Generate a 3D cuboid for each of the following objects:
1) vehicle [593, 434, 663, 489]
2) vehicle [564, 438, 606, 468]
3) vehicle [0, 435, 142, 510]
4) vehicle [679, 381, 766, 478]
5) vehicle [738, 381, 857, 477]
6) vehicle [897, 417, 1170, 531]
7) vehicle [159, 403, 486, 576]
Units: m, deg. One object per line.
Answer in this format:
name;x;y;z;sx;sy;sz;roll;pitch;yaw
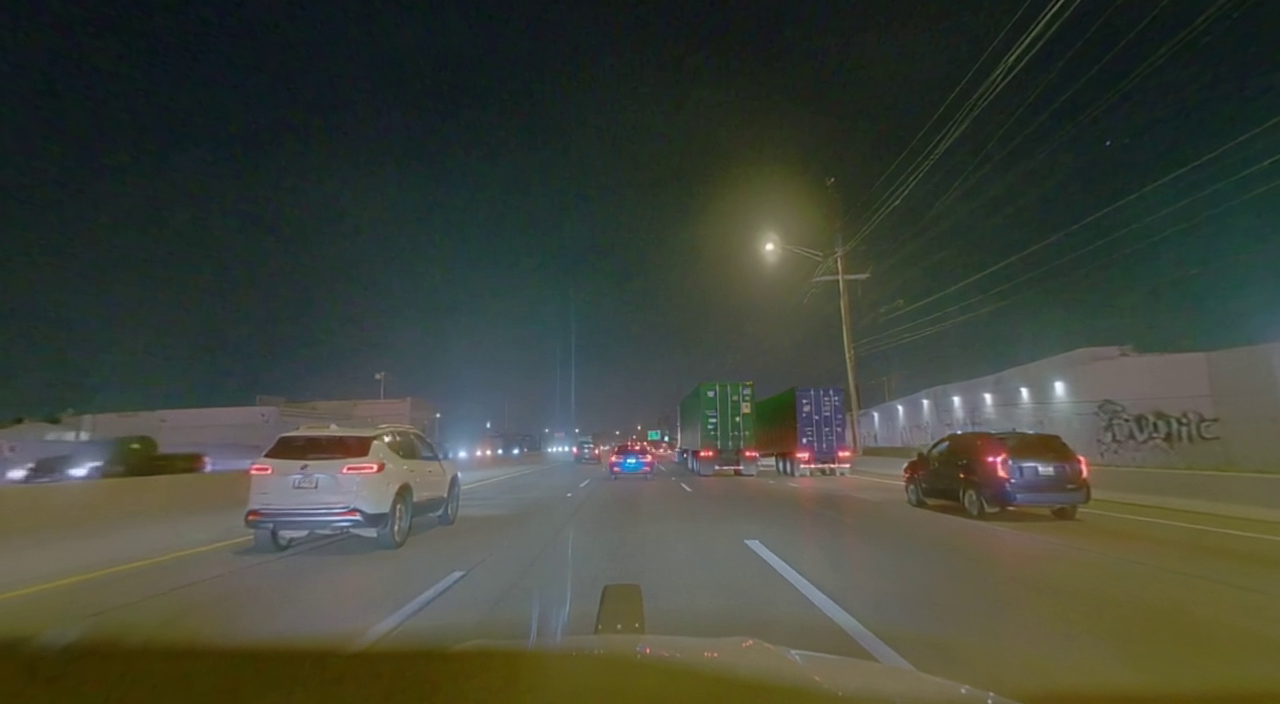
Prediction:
vehicle;-0.395;3.753;21.932;2.191;1.685;4.015;0;-9;0
vehicle;-3.506;6.571;41.233;2.243;1.820;4.473;0;-9;1
vehicle;-14.789;2.834;15.140;2.098;1.584;4.414;0;-9;0
vehicle;3.840;4.220;33.062;2.800;4.039;13.179;0;-9;0
vehicle;7.664;4.212;33.137;2.868;4.017;12.827;0;-9;0
vehicle;7.002;2.223;12.076;2.202;1.731;4.628;0;-9;0
vehicle;-3.925;1.801;9.046;2.264;1.804;4.584;0;-9;0
